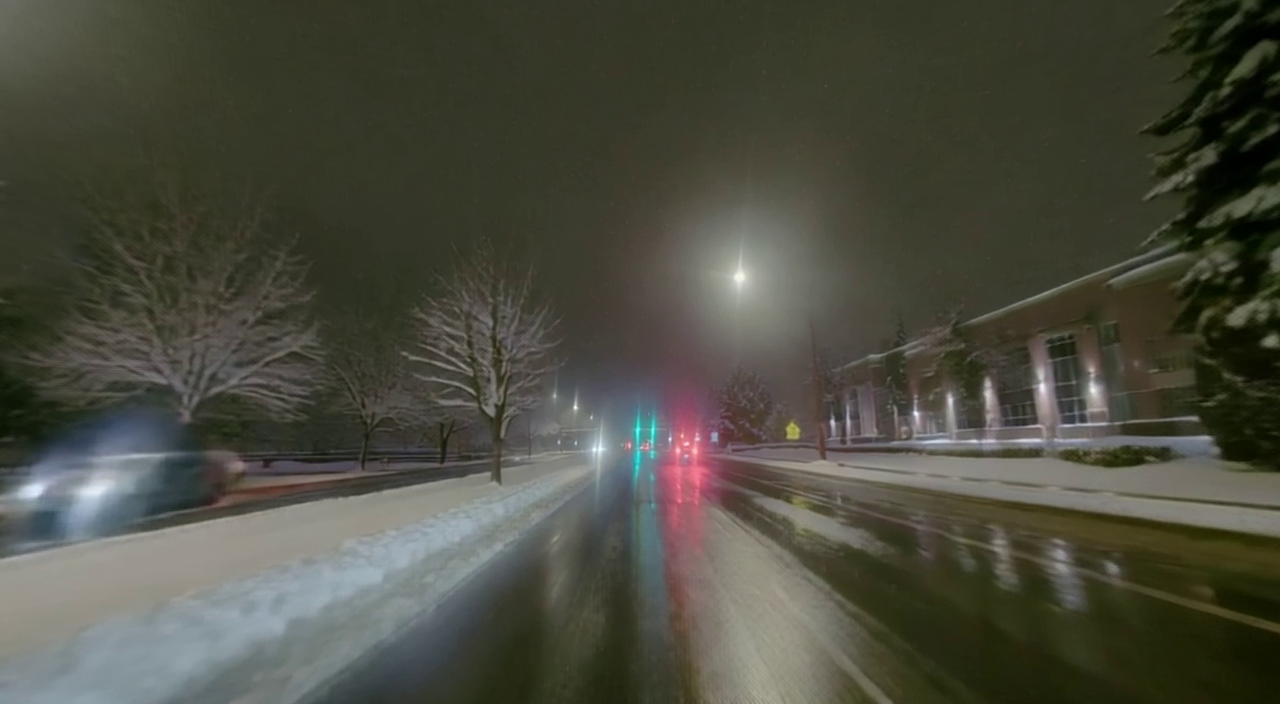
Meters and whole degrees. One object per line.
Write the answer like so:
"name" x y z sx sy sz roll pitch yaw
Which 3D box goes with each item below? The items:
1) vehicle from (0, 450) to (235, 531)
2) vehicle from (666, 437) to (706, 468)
"vehicle" -11.694 2.986 14.309 1.890 1.446 4.714 0 -8 1
"vehicle" 2.928 6.508 41.075 2.085 1.828 5.383 0 -8 -1
